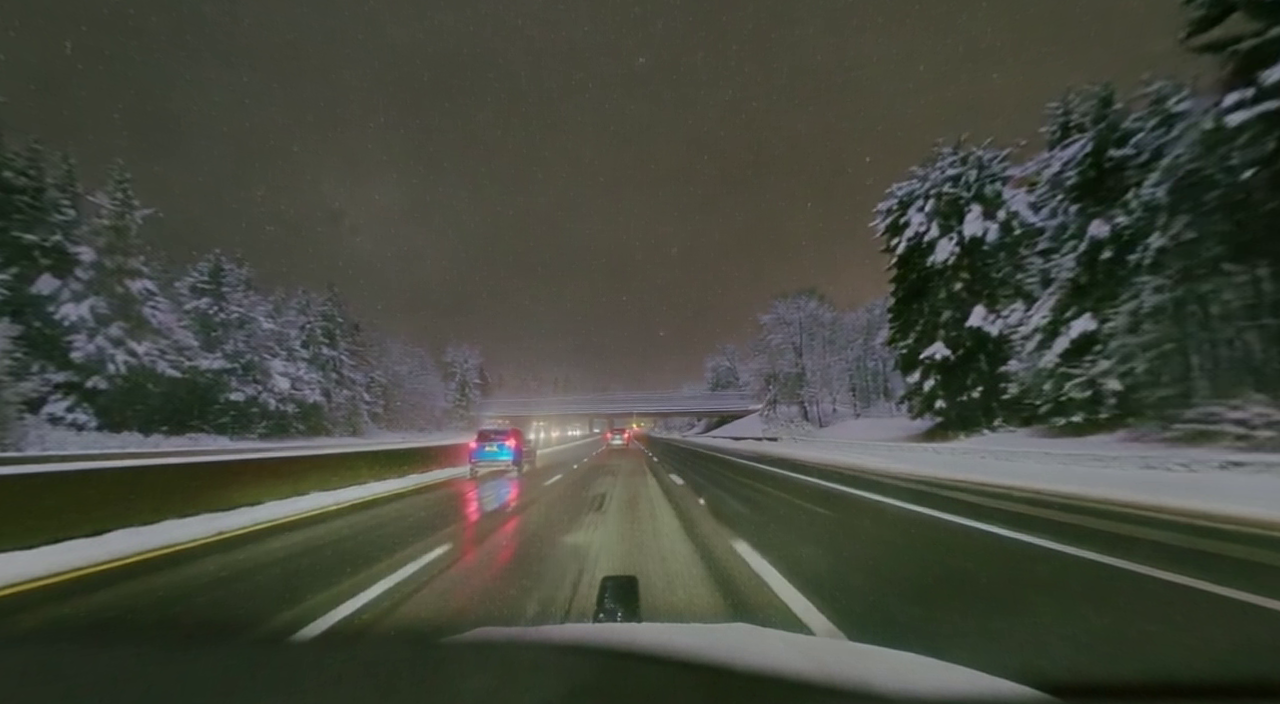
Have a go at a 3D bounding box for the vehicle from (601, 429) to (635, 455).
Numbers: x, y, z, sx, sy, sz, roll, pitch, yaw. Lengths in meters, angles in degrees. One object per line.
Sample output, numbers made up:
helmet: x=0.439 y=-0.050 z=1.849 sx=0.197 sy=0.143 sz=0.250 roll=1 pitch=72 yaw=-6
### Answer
vehicle: x=-1.424 y=5.938 z=41.755 sx=2.116 sy=1.625 sz=4.004 roll=0 pitch=-8 yaw=0

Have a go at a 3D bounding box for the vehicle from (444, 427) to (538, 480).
vehicle: x=-4.743 y=3.288 z=20.757 sx=2.017 sy=1.537 sz=4.496 roll=0 pitch=-8 yaw=0
